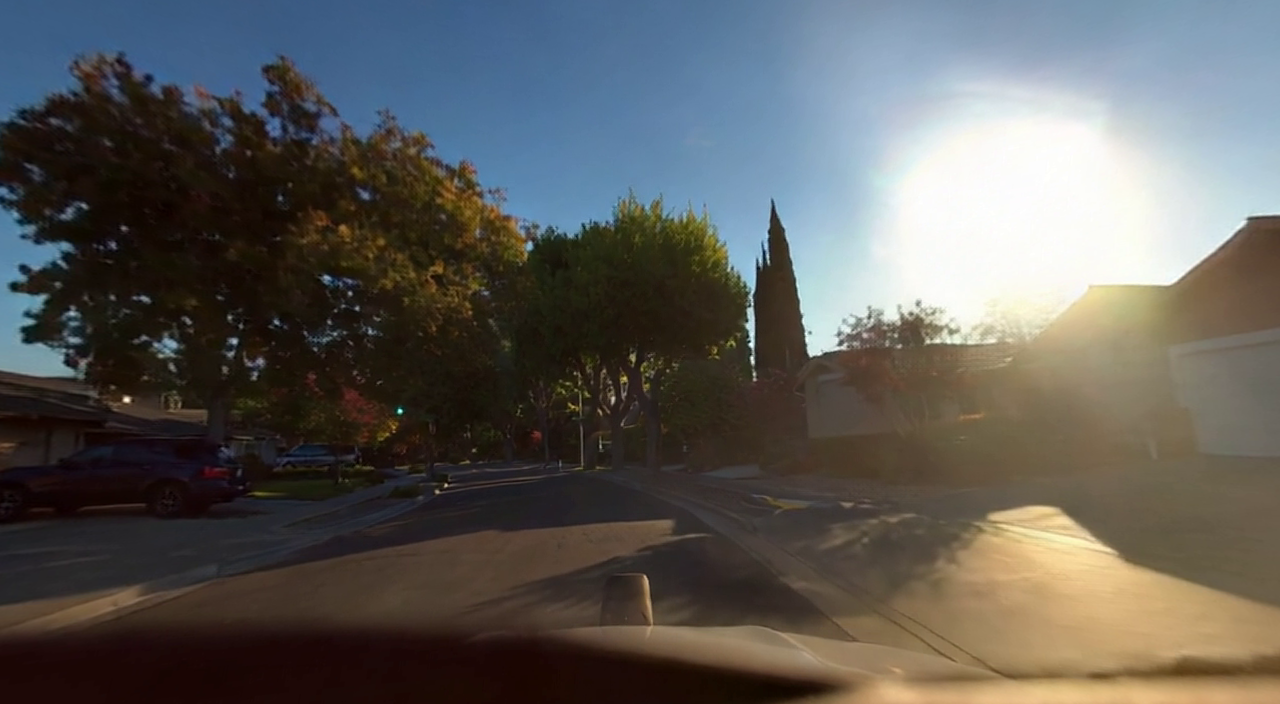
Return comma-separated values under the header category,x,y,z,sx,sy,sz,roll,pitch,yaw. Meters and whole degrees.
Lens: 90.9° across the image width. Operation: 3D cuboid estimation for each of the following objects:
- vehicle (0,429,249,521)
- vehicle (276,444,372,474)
category,x,y,z,sx,sy,sz,roll,pitch,yaw
vehicle,-12.019,2.723,14.308,4.961,1.757,1.971,1,-9,-19
vehicle,-17.868,6.060,35.846,4.471,1.638,1.877,2,-9,-14
